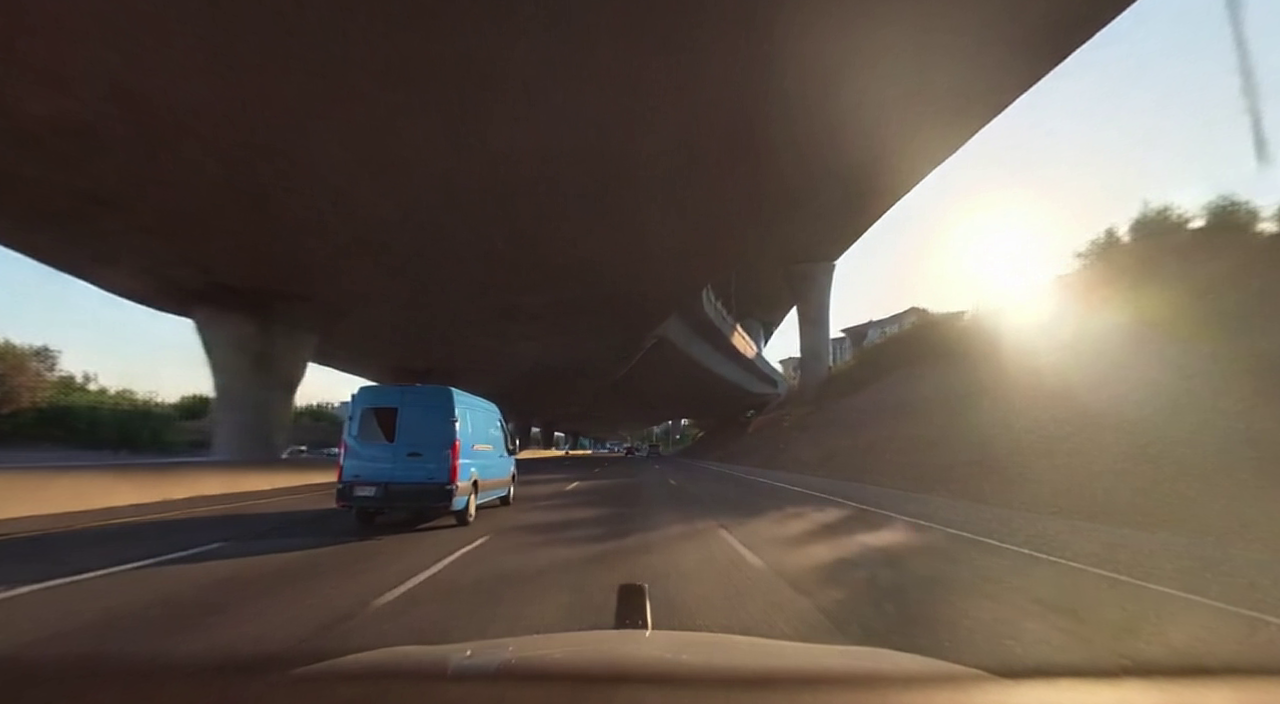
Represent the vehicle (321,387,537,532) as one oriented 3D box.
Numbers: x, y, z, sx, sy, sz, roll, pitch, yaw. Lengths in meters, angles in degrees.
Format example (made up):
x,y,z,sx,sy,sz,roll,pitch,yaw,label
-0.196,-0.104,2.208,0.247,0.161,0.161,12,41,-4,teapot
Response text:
x,y,z,sx,sy,sz,roll,pitch,yaw,label
-3.733,2.080,12.551,2.372,2.248,5.393,0,-9,1,vehicle
